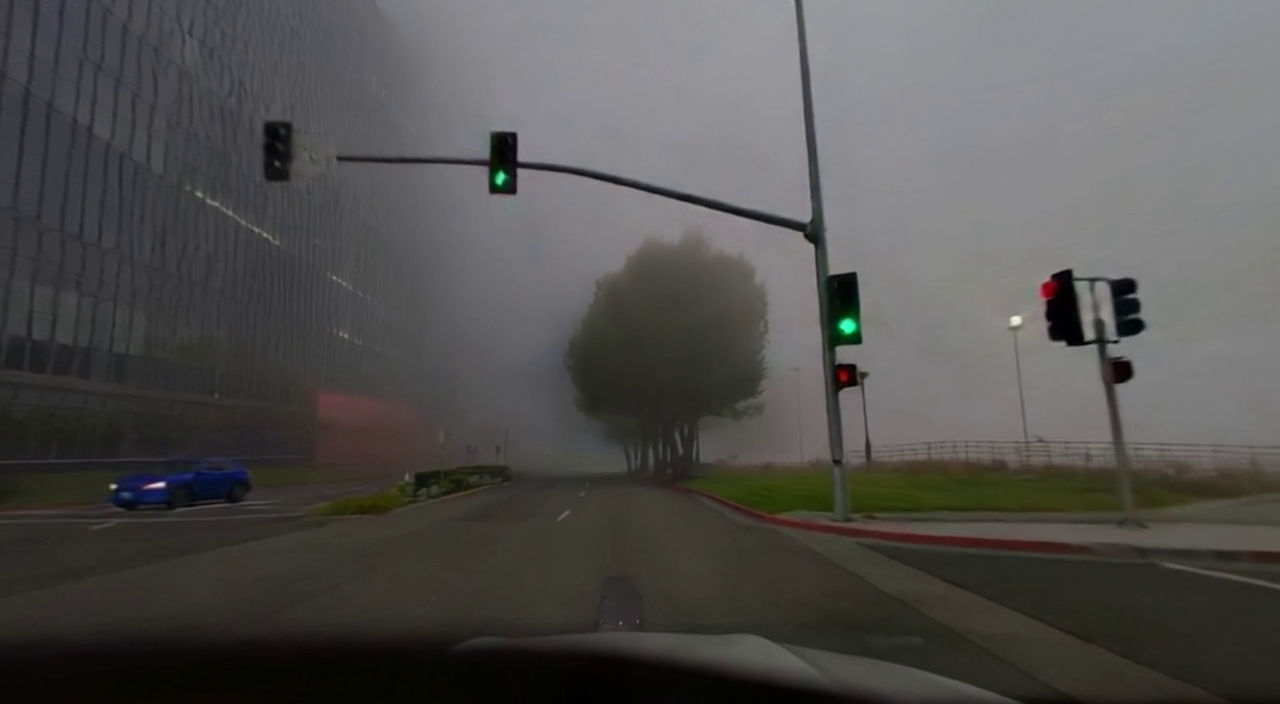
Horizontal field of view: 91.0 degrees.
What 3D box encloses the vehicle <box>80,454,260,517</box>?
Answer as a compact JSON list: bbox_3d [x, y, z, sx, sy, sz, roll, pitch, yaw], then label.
[{"bbox_3d":[-12.822,3.631,17.628,1.906,1.502,4.396,2,-9,-5],"label":"vehicle"}]
